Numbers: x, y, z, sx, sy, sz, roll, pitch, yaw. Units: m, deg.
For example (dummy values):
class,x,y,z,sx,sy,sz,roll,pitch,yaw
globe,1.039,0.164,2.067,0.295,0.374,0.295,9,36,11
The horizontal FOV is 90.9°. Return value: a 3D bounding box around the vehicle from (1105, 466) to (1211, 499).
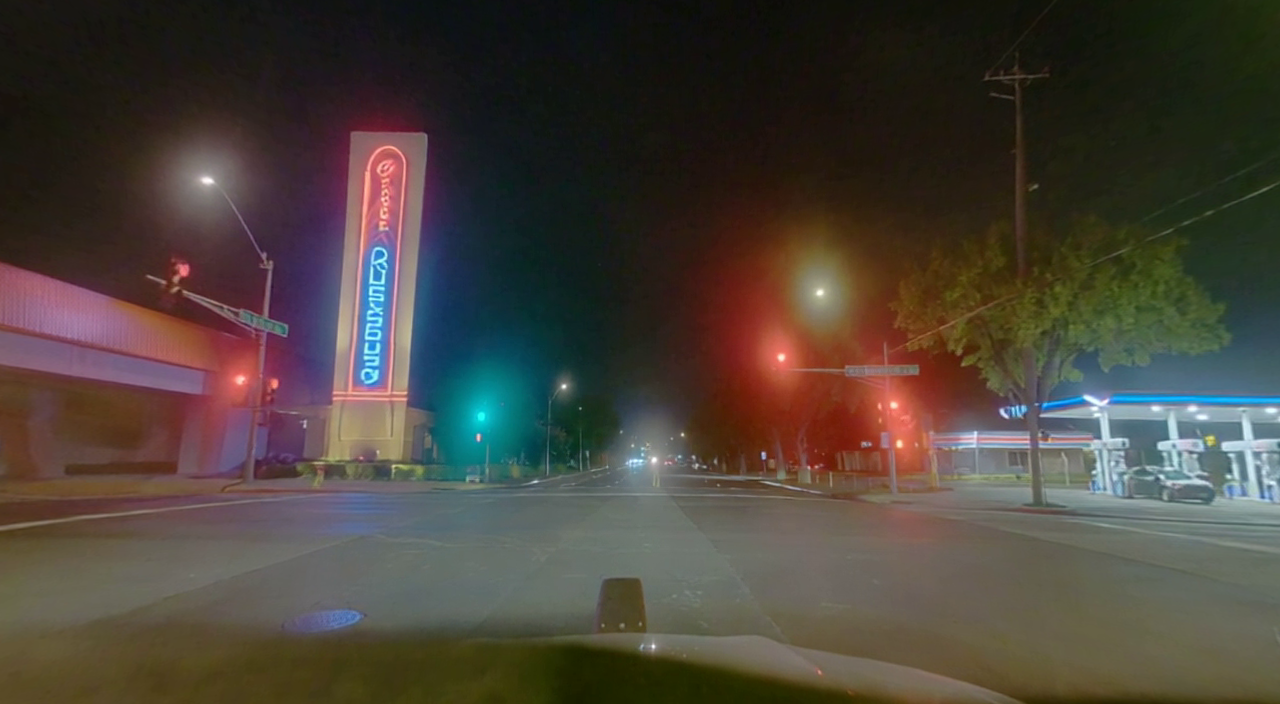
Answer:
class,x,y,z,sx,sy,sz,roll,pitch,yaw
vehicle,28.016,7.053,34.323,1.897,1.466,4.211,1,-8,-6
